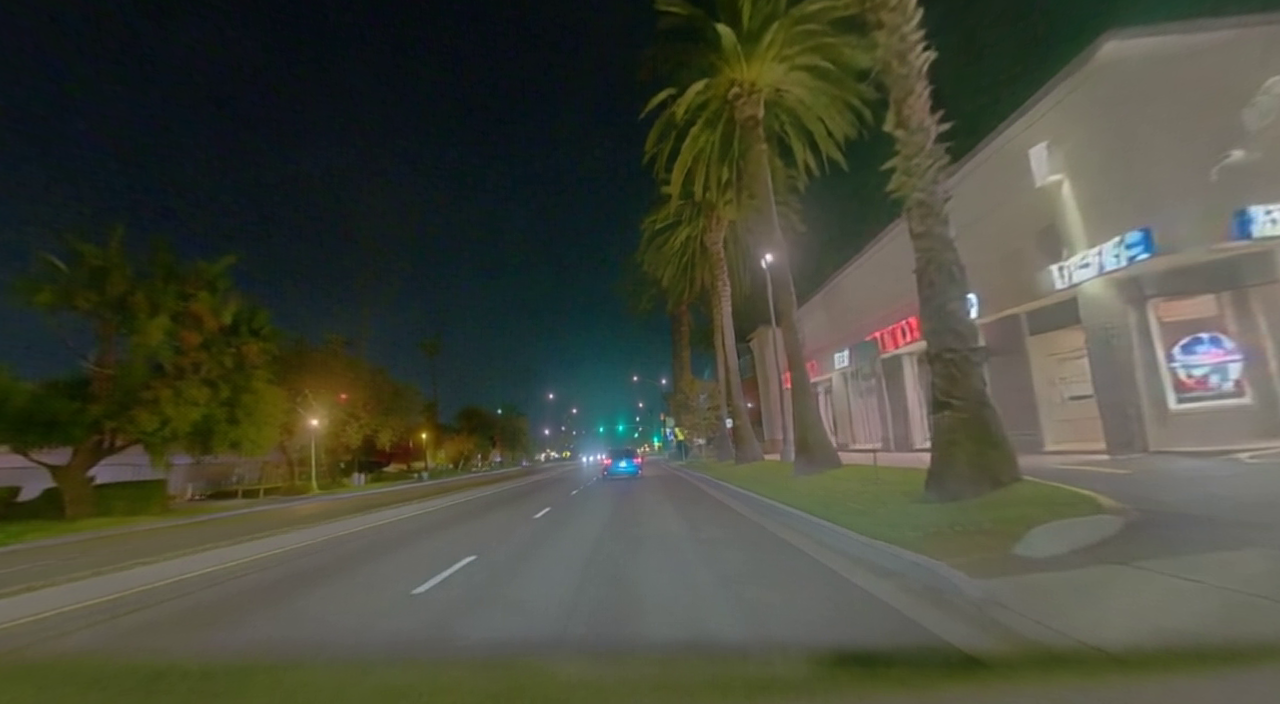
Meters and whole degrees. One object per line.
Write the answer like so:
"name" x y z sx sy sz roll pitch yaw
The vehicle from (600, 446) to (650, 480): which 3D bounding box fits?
"vehicle" -0.647 5.172 29.747 2.156 1.462 4.495 0 -8 0
